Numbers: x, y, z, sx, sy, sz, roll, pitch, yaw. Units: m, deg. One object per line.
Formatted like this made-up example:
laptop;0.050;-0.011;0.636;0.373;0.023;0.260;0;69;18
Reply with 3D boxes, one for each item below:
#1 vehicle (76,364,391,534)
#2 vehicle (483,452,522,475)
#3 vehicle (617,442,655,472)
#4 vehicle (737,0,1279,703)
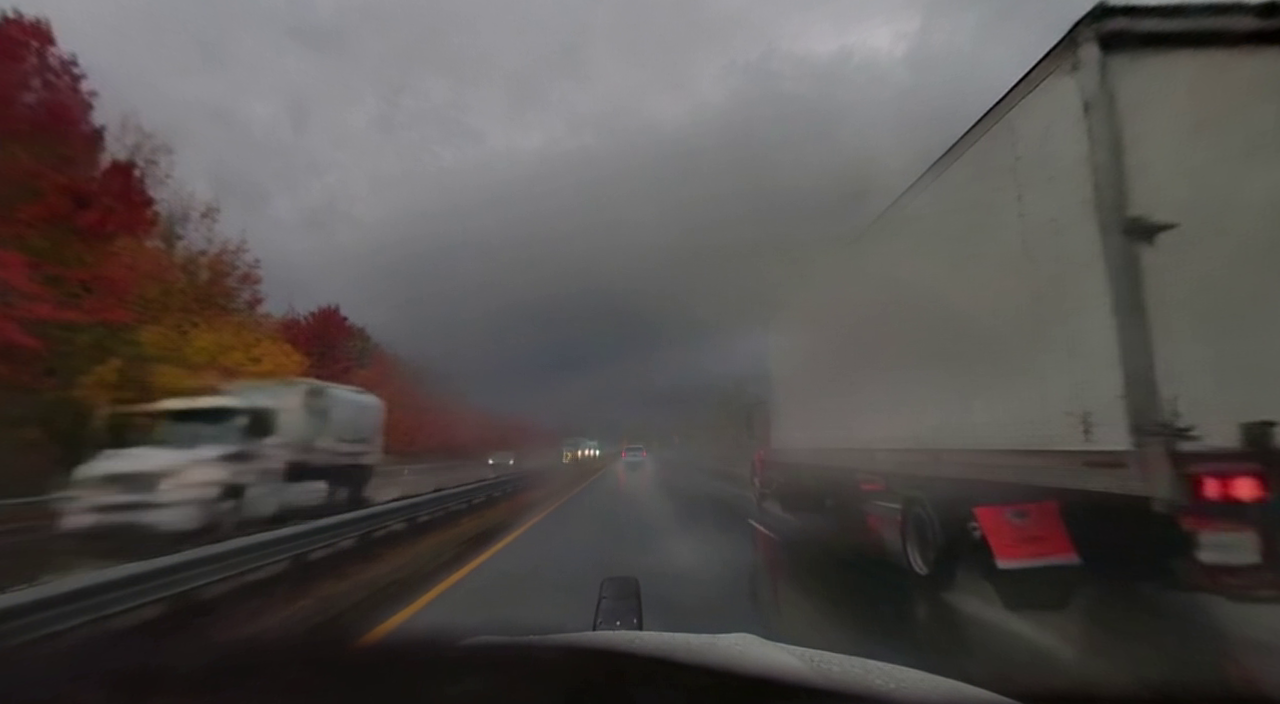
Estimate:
vehicle;-9.010;2.374;15.363;2.775;3.102;7.295;-1;-9;0
vehicle;-9.603;7.822;44.094;1.841;1.503;3.978;-1;-9;0
vehicle;-0.259;6.359;38.194;2.151;1.693;4.201;0;-9;-1
vehicle;4.217;0.729;9.837;3.068;4.042;13.787;0;-9;0
